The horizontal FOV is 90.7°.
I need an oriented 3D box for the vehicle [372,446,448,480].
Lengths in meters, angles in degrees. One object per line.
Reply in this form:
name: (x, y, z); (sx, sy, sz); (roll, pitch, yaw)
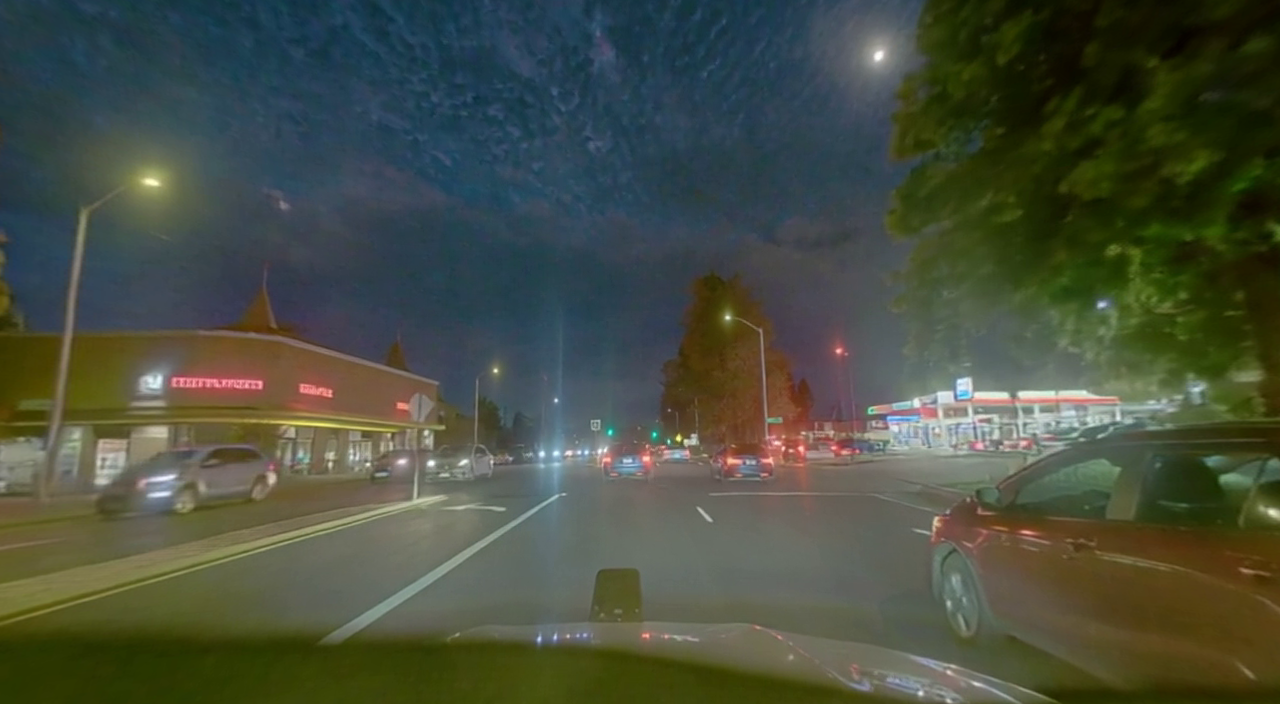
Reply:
vehicle: (-11.779, 5.696, 32.754); (2.117, 1.592, 4.660); (0, -9, 1)

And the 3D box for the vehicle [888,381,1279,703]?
vehicle: (3.212, 1.001, 3.145); (2.097, 1.502, 4.470); (0, -9, -1)

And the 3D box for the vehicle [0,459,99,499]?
vehicle: (-25.263, 5.171, 25.920); (4.673, 1.481, 1.995); (-2, -9, 8)

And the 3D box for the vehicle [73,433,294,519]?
vehicle: (-11.574, 3.153, 16.659); (2.107, 1.892, 4.908); (0, -9, 0)

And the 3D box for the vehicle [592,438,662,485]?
vehicle: (-0.471, 3.861, 22.626); (2.232, 1.508, 4.319); (0, -9, -1)

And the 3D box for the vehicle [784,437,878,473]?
vehicle: (9.867, 5.389, 33.056); (4.464, 1.755, 2.236); (-2, -9, 14)

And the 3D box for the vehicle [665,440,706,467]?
vehicle: (2.708, 6.212, 38.802); (2.098, 1.527, 3.966); (0, -9, -2)

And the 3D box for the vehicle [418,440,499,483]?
vehicle: (-7.484, 4.544, 26.561); (2.085, 1.610, 4.085); (-1, -9, 1)

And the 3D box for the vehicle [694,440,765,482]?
vehicle: (3.351, 4.167, 24.483); (2.060, 1.471, 4.168); (0, -9, -1)
